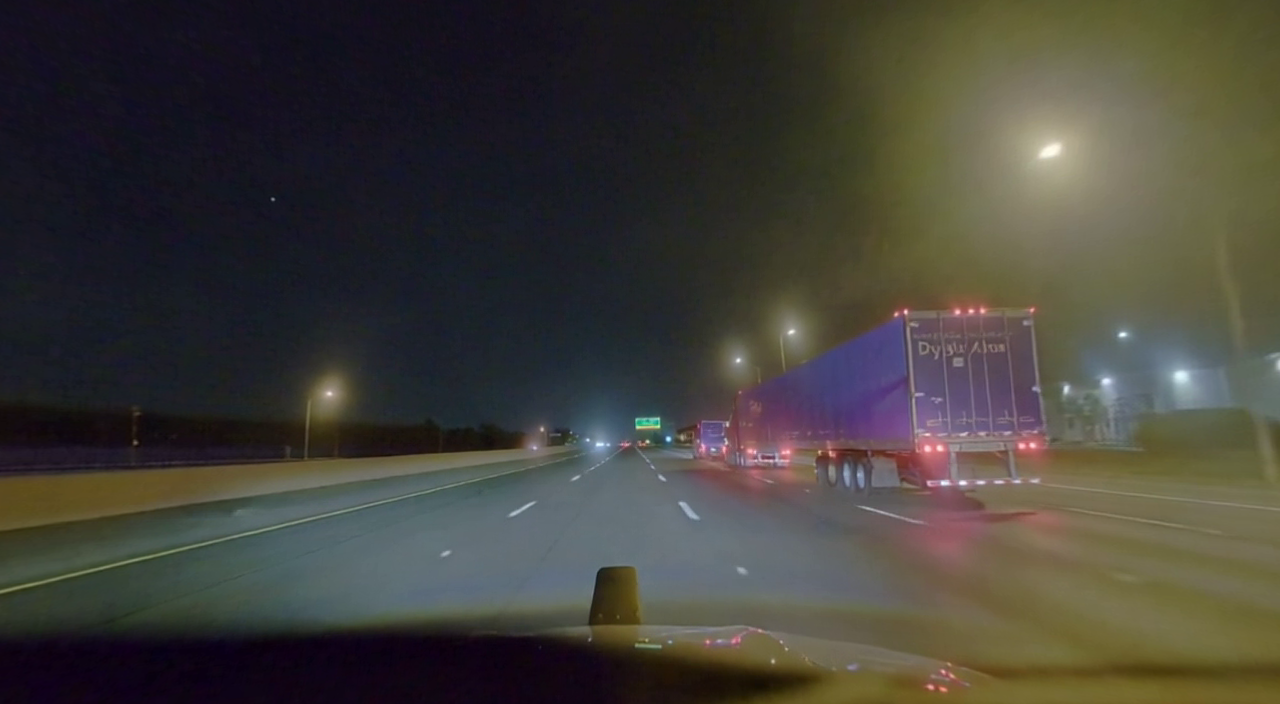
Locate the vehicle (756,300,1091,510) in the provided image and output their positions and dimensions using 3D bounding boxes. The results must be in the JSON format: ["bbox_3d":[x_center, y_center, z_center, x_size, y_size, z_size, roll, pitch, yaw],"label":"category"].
[{"bbox_3d":[6.741,2.126,19.941,2.962,3.947,16.241,0,-8,-1],"label":"vehicle"}]
